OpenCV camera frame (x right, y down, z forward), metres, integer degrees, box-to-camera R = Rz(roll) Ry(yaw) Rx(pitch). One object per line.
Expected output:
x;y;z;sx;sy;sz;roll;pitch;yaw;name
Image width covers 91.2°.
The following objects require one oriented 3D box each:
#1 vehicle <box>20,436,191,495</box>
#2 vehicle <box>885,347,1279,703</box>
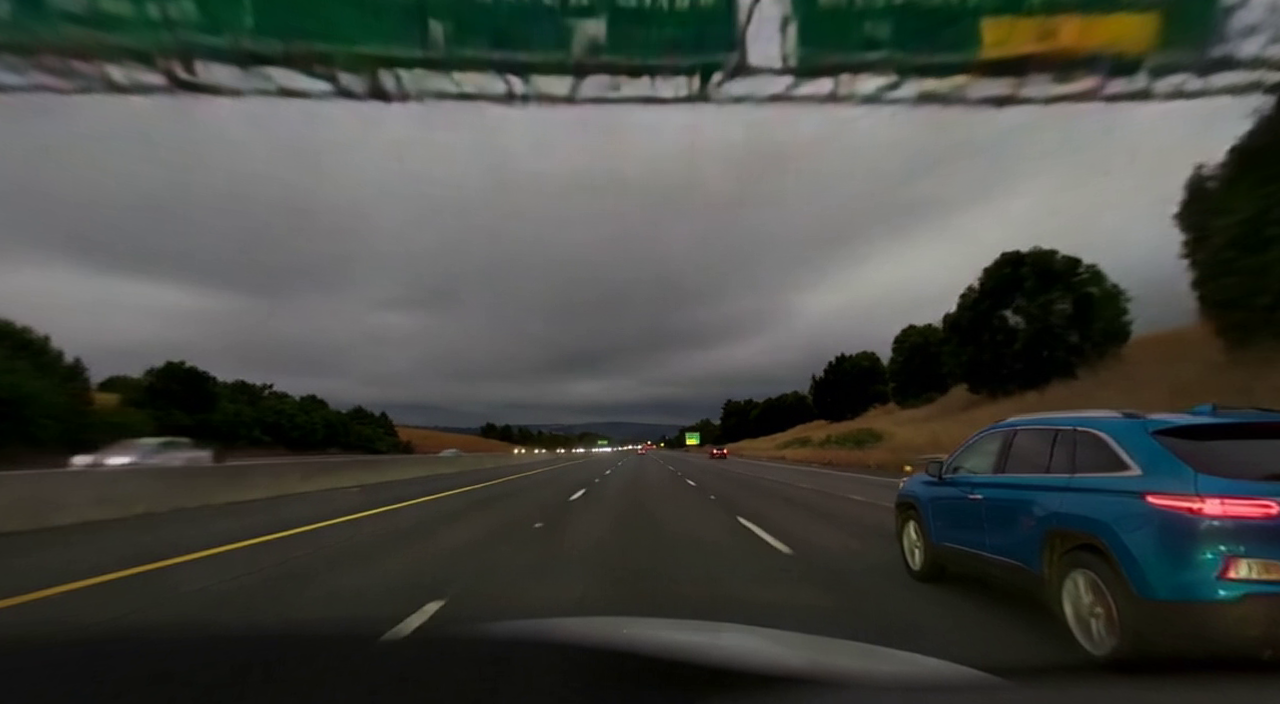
-18.453;3.918;21.975;2.130;1.819;4.303;0;-9;0;vehicle
3.542;1.149;4.527;1.784;1.733;4.141;0;-9;-1;vehicle
